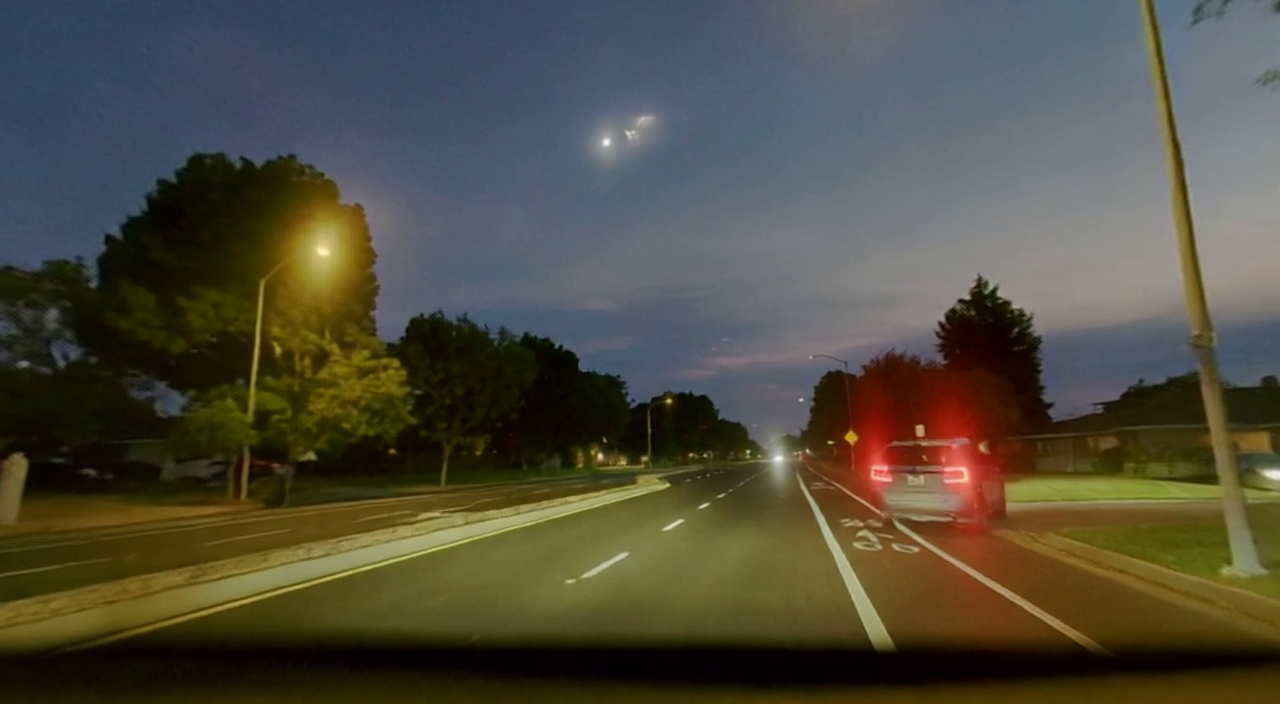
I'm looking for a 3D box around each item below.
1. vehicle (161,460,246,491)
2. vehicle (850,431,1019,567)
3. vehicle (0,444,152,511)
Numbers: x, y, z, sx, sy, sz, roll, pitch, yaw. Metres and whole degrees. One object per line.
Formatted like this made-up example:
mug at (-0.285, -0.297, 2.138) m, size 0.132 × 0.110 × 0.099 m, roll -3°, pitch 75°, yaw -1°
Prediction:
vehicle at (-28.646, 8.117, 41.494) m, size 1.918 × 1.796 × 4.703 m, roll -1°, pitch -9°, yaw 6°
vehicle at (5.169, 2.284, 10.687) m, size 2.018 × 1.733 × 4.546 m, roll -5°, pitch -10°, yaw 31°
vehicle at (-25.340, 5.504, 28.073) m, size 2.329 × 2.631 × 5.560 m, roll -2°, pitch -9°, yaw 5°
